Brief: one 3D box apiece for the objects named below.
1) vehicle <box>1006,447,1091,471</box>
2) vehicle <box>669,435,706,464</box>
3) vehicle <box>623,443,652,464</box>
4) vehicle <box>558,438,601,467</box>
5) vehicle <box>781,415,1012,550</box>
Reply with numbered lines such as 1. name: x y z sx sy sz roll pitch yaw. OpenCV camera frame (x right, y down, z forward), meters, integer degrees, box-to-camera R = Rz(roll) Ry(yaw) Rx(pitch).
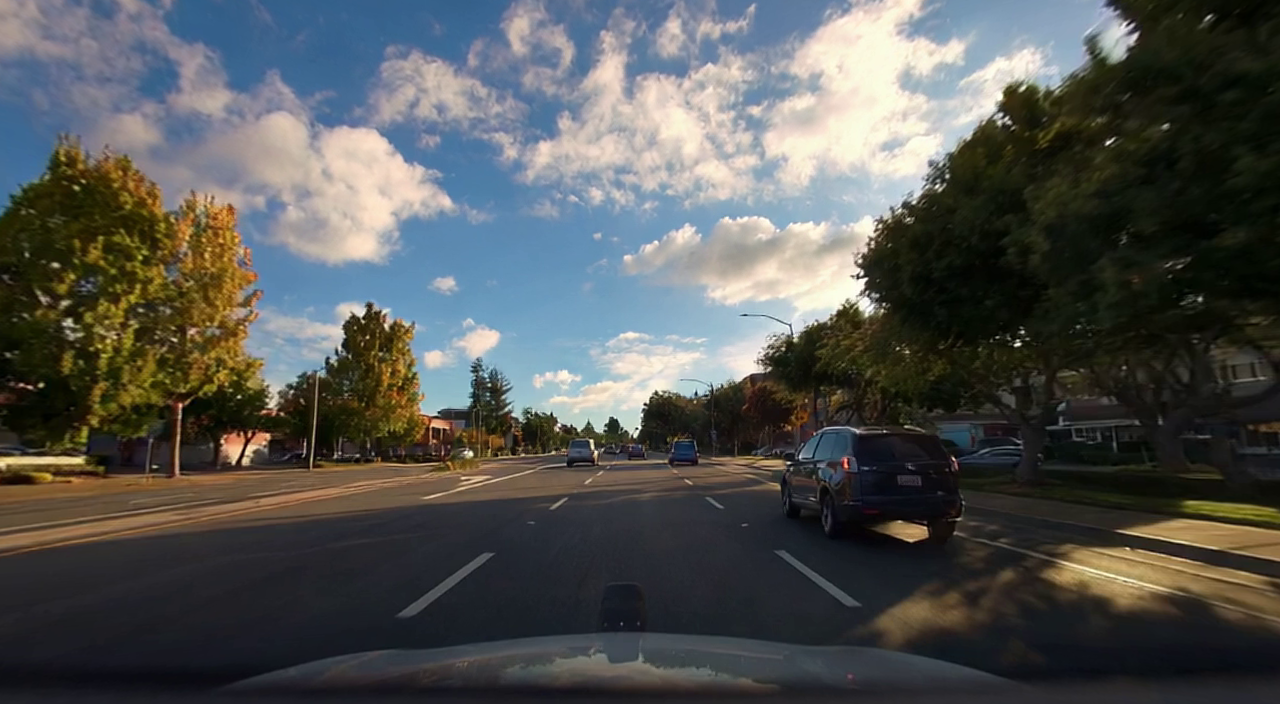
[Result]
1. vehicle: 28.076 7.347 43.516 4.413 1.580 2.028 0 -8 2
2. vehicle: 3.427 7.220 46.774 2.197 2.034 4.667 0 -8 -2
3. vehicle: -0.219 7.554 47.090 2.074 1.463 4.016 0 -8 -1
4. vehicle: -3.907 6.610 41.652 2.220 1.793 4.885 0 -8 2
5. vehicle: 3.997 2.103 10.841 2.060 1.816 4.343 0 -8 -1
